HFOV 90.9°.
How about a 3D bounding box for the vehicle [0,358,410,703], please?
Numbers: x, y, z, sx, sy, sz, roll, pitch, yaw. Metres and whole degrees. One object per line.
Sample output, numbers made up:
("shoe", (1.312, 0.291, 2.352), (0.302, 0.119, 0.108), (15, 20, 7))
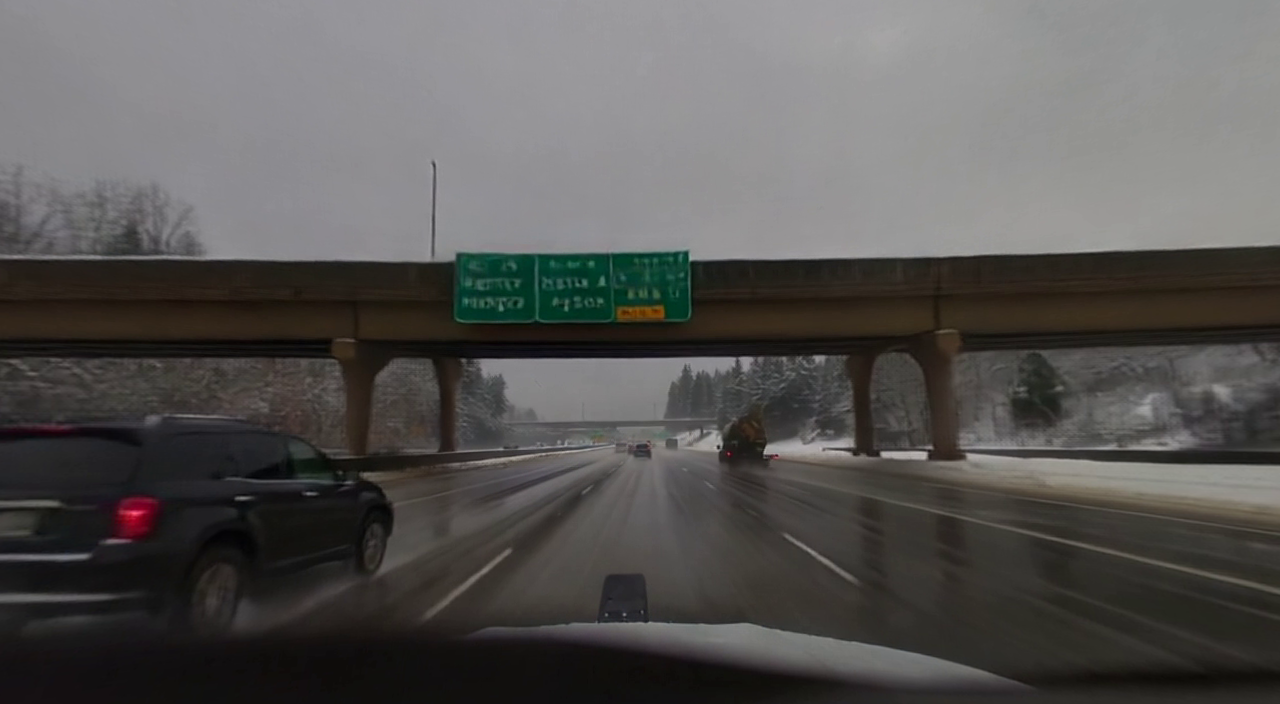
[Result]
("vehicle", (-3.740, 1.171, 4.509), (2.259, 1.706, 4.924), (0, -8, 1))

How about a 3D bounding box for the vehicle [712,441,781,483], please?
("vehicle", (4.065, 4.251, 24.774), (1.908, 1.483, 4.259), (0, -8, -1))
